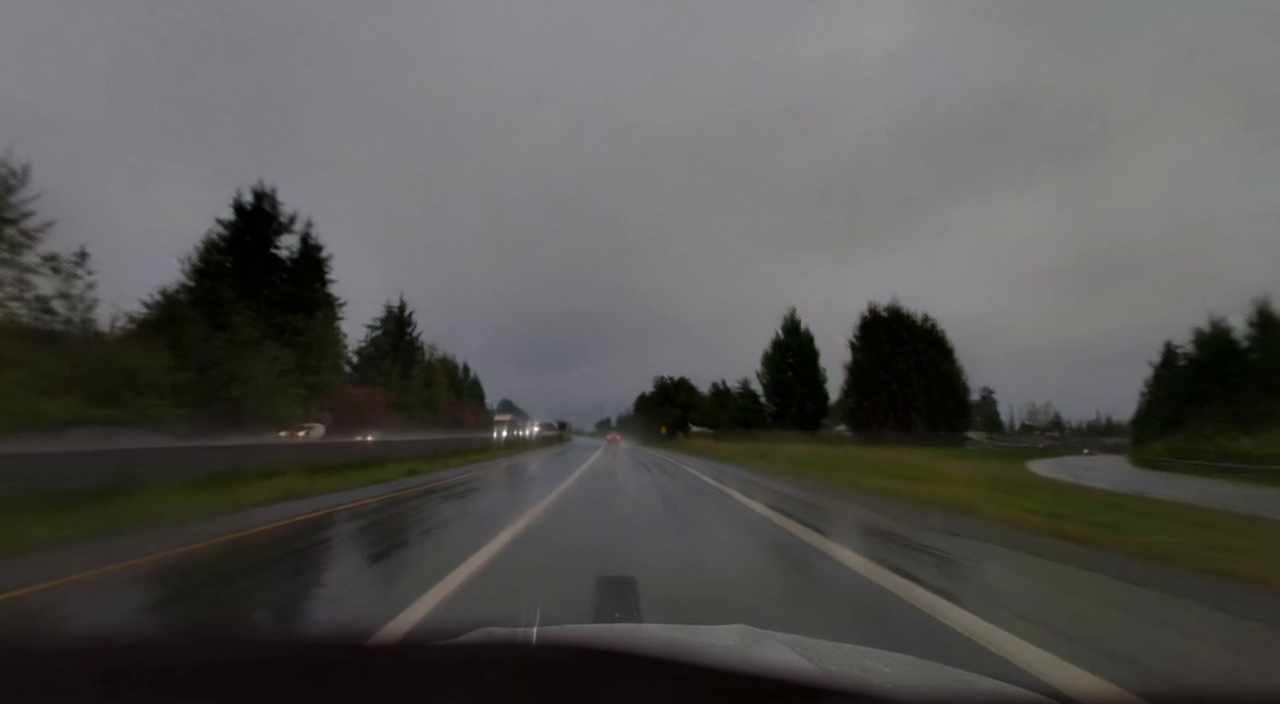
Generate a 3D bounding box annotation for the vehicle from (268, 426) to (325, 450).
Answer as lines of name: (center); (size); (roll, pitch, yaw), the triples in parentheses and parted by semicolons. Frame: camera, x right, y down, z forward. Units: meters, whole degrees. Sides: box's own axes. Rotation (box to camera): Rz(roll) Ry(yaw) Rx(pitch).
vehicle: (-23.117, 5.795, 42.551); (1.845, 1.495, 4.167); (1, -8, -6)
